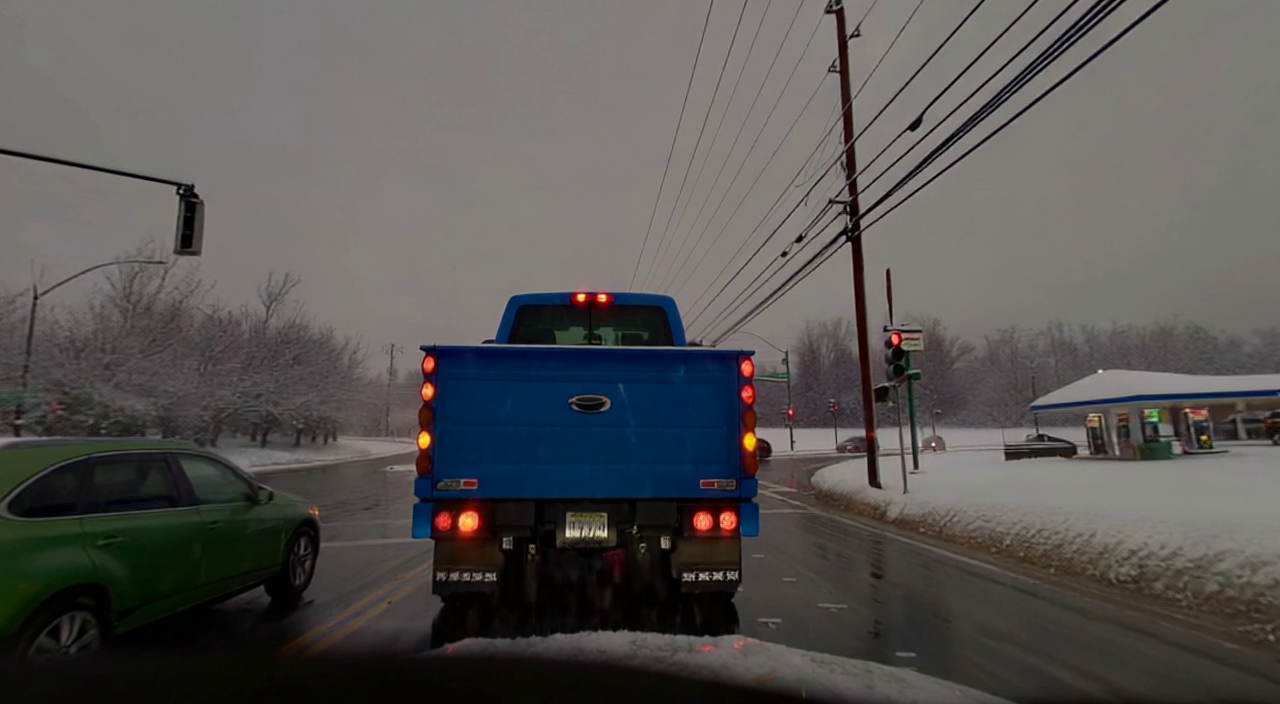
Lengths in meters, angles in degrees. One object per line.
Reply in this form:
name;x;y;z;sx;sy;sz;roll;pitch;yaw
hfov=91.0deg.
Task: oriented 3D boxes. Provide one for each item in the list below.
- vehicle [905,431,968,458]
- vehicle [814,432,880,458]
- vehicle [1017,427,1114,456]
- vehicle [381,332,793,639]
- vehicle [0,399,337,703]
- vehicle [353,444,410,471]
vehicle;20.919;6.507;44.344;5.021;1.757;2.012;7;-11;-40
vehicle;14.984;6.714;45.366;4.975;1.799;2.117;7;-11;-40
vehicle;25.563;5.391;37.923;4.419;1.496;1.854;-2;-9;1
vehicle;-0.420;1.322;7.200;2.859;2.144;5.406;0;-9;-1
vehicle;-3.957;1.188;3.972;2.017;1.555;4.150;-1;-9;0
vehicle;-17.119;7.011;41.904;2.133;1.690;4.331;0;-9;-3
